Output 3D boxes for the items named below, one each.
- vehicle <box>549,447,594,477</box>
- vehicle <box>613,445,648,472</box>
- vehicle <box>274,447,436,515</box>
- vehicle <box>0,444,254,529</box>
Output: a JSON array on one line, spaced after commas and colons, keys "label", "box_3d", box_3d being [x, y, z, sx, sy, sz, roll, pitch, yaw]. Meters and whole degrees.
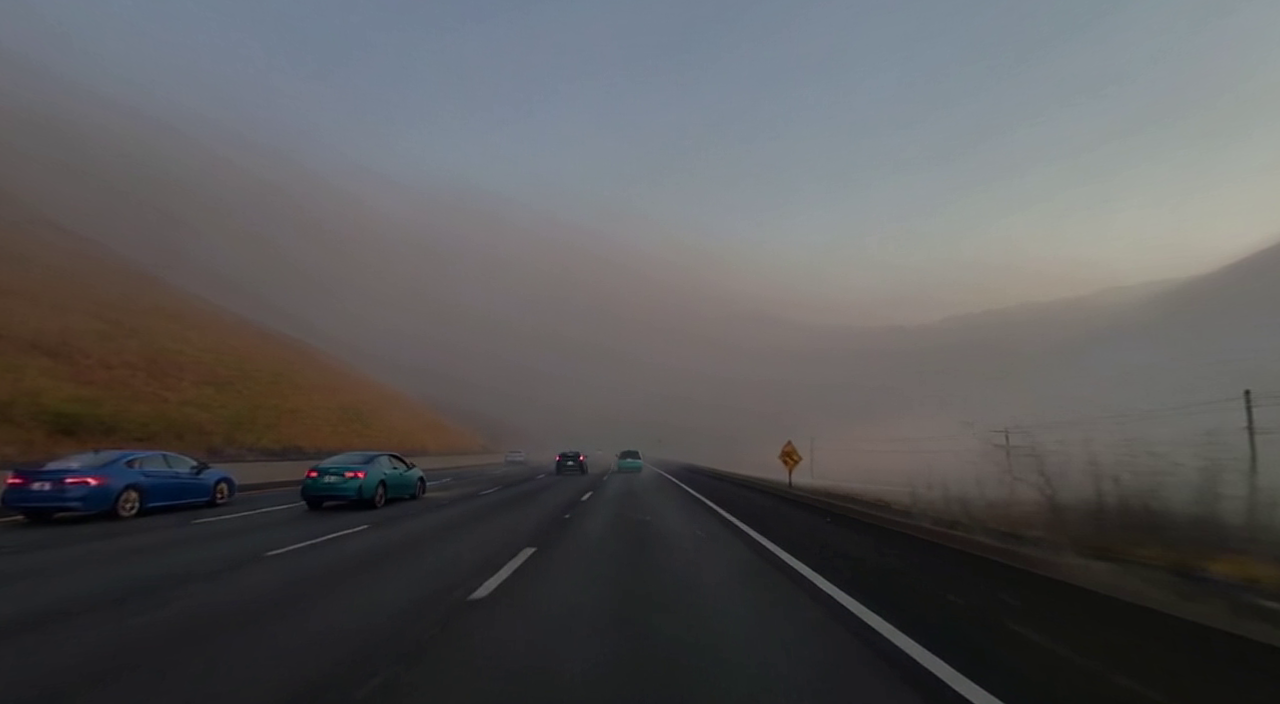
[{"label": "vehicle", "box_3d": [-3.861, 6.252, 36.148, 2.144, 1.505, 4.649, 0, -8, -1]}, {"label": "vehicle", "box_3d": [-0.687, 7.034, 42.062, 2.225, 1.674, 4.044, 0, -8, -2]}, {"label": "vehicle", "box_3d": [-6.852, 3.107, 15.776, 1.991, 1.441, 4.265, 0, -8, 1]}, {"label": "vehicle", "box_3d": [-11.096, 2.798, 13.901, 2.048, 1.501, 4.898, 0, -8, 0]}]
